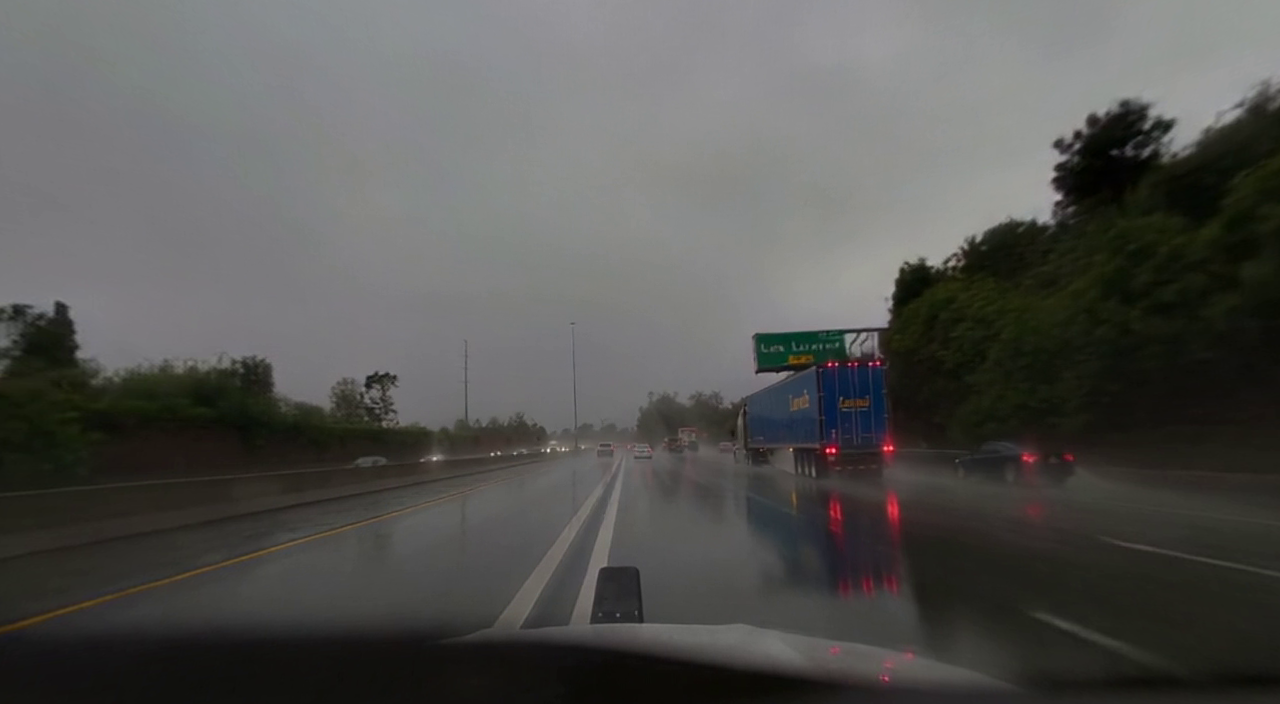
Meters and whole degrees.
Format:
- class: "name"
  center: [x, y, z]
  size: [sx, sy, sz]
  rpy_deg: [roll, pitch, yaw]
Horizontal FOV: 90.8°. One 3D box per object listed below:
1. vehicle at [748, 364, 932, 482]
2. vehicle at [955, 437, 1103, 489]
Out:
- class: "vehicle"
  center: [8.372, 3.691, 30.303]
  size: [2.892, 4.128, 16.495]
  rpy_deg: [0, -9, -2]
- class: "vehicle"
  center: [12.373, 3.537, 20.503]
  size: [1.862, 1.462, 4.459]
  rpy_deg: [0, -9, -2]
